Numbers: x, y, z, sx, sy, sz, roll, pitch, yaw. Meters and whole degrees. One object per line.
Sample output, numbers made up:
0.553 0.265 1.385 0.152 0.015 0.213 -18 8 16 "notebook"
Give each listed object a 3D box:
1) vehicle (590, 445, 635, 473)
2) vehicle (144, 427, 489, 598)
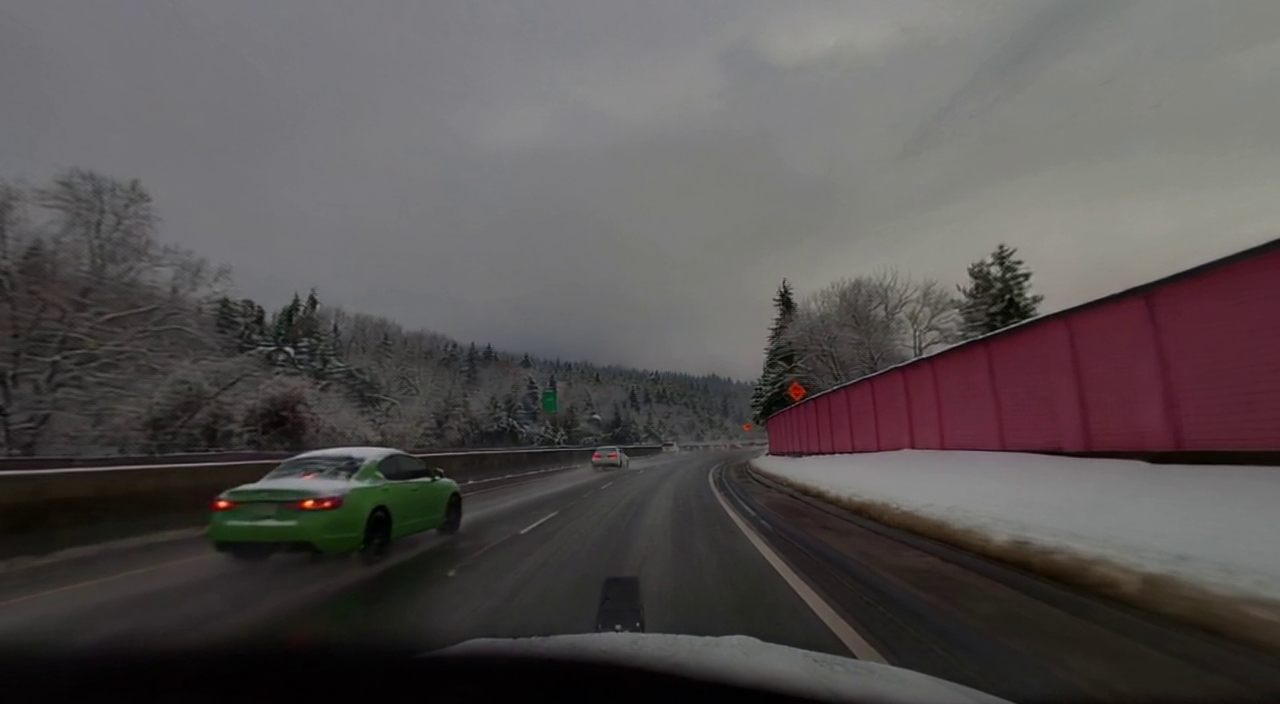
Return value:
-1.422 5.738 34.069 1.746 1.405 4.339 -1 -9 7 "vehicle"
-3.316 1.705 7.543 1.884 1.469 3.959 -1 -9 2 "vehicle"
